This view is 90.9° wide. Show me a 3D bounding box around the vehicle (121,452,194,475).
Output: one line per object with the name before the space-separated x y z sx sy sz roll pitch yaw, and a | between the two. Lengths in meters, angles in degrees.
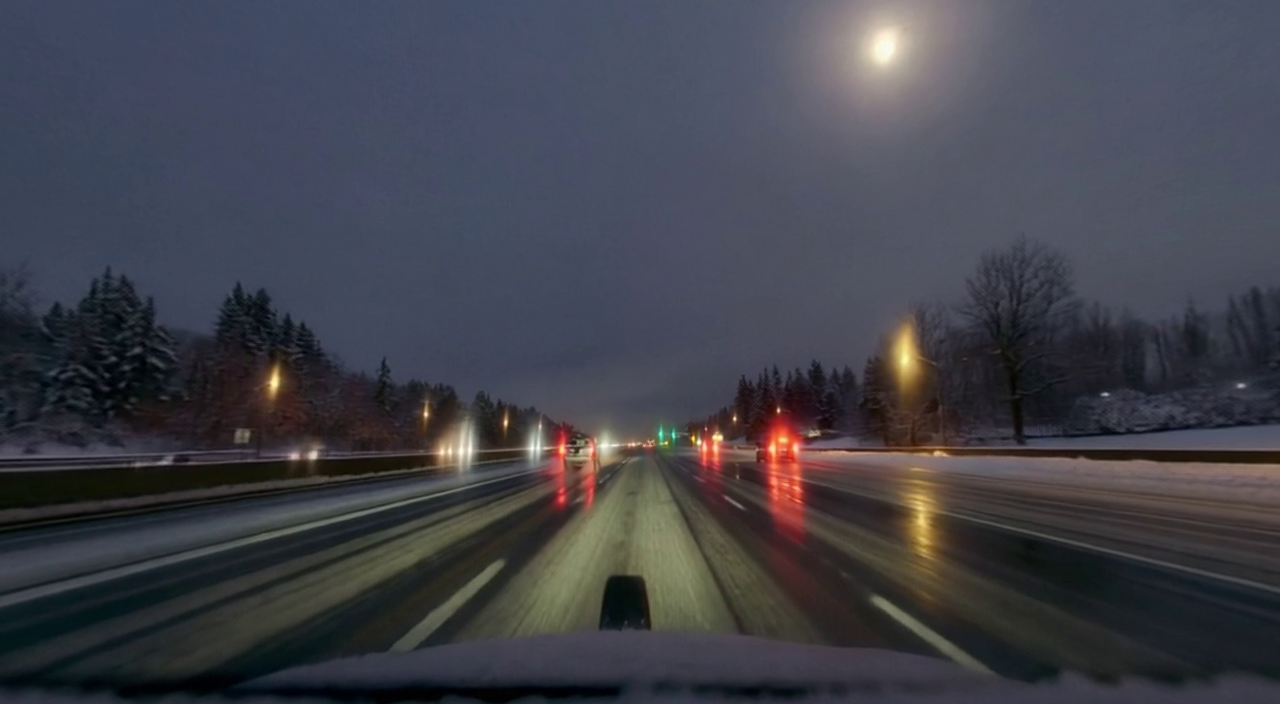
vehicle | -35.375 8.169 46.350 1.798 1.499 4.543 0 -8 -1

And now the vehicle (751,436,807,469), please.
vehicle | 7.625 5.542 34.950 2.063 1.706 4.259 0 -8 -1

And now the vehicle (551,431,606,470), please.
vehicle | -3.313 5.453 35.104 2.453 1.952 5.320 0 -8 1
